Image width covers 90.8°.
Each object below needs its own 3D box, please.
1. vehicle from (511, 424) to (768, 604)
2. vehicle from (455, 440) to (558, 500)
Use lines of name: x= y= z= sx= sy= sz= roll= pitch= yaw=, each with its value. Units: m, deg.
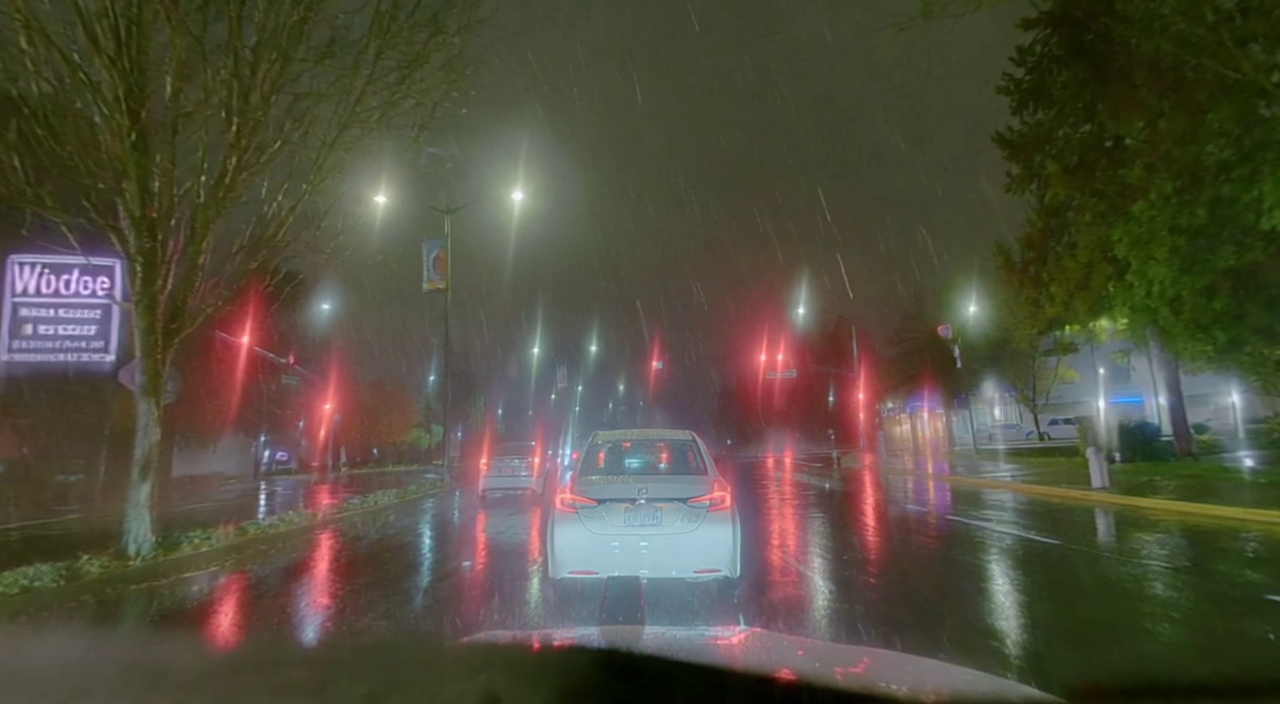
vehicle: x=-0.062 y=1.641 z=7.304 sx=2.126 sy=1.475 sz=3.967 roll=0 pitch=-8 yaw=-2
vehicle: x=-3.512 y=3.187 z=17.515 sx=1.952 sy=1.431 sz=4.383 roll=0 pitch=-8 yaw=-1
